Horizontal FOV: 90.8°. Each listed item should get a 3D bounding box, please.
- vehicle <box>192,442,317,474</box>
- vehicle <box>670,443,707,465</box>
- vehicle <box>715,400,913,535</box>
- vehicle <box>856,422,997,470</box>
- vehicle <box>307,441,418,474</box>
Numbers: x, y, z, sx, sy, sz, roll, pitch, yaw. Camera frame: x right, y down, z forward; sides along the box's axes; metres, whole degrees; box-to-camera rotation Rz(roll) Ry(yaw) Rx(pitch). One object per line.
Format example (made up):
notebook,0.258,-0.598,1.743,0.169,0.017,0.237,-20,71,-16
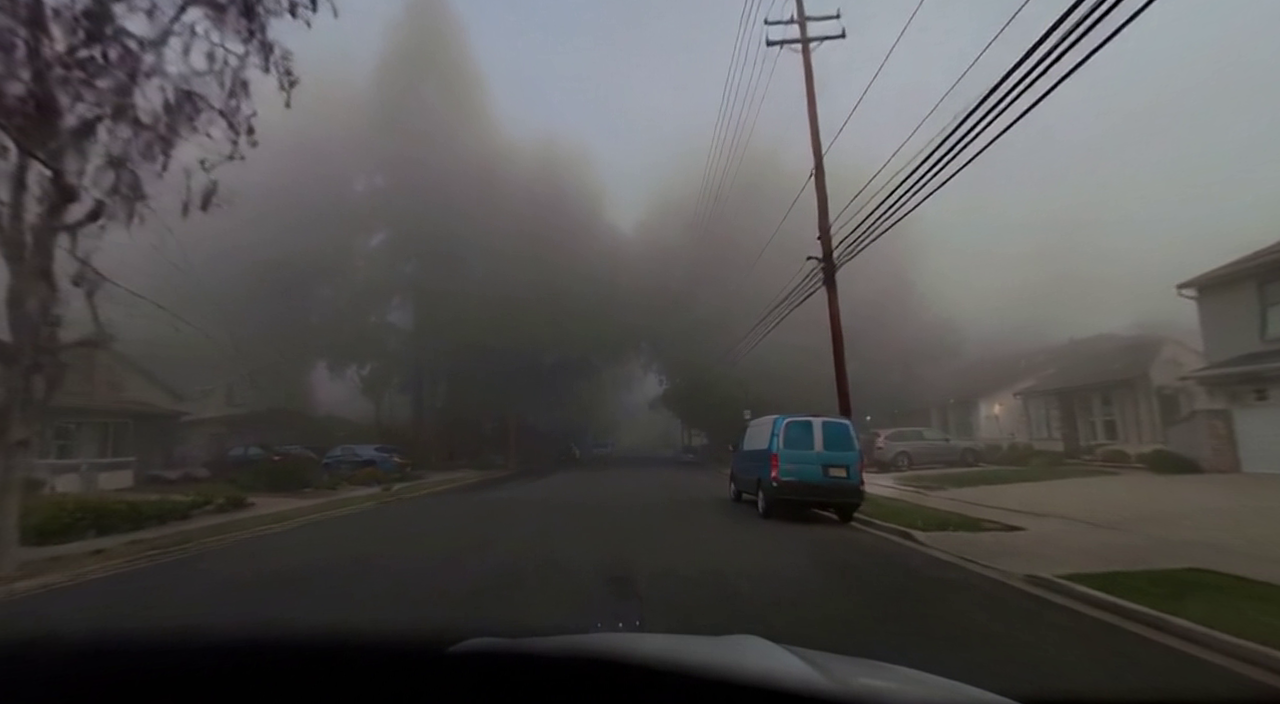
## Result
vehicle,-18.382,5.051,30.284,4.615,1.482,2.073,0,-8,1
vehicle,3.294,7.049,43.797,1.944,1.439,4.500,1,-9,-4
vehicle,2.994,2.166,12.376,2.311,2.069,5.156,0,-9,-1
vehicle,11.155,3.711,24.861,4.602,1.799,1.859,0,-9,0
vehicle,-13.260,5.060,30.406,4.443,1.475,1.932,0,-9,-1
